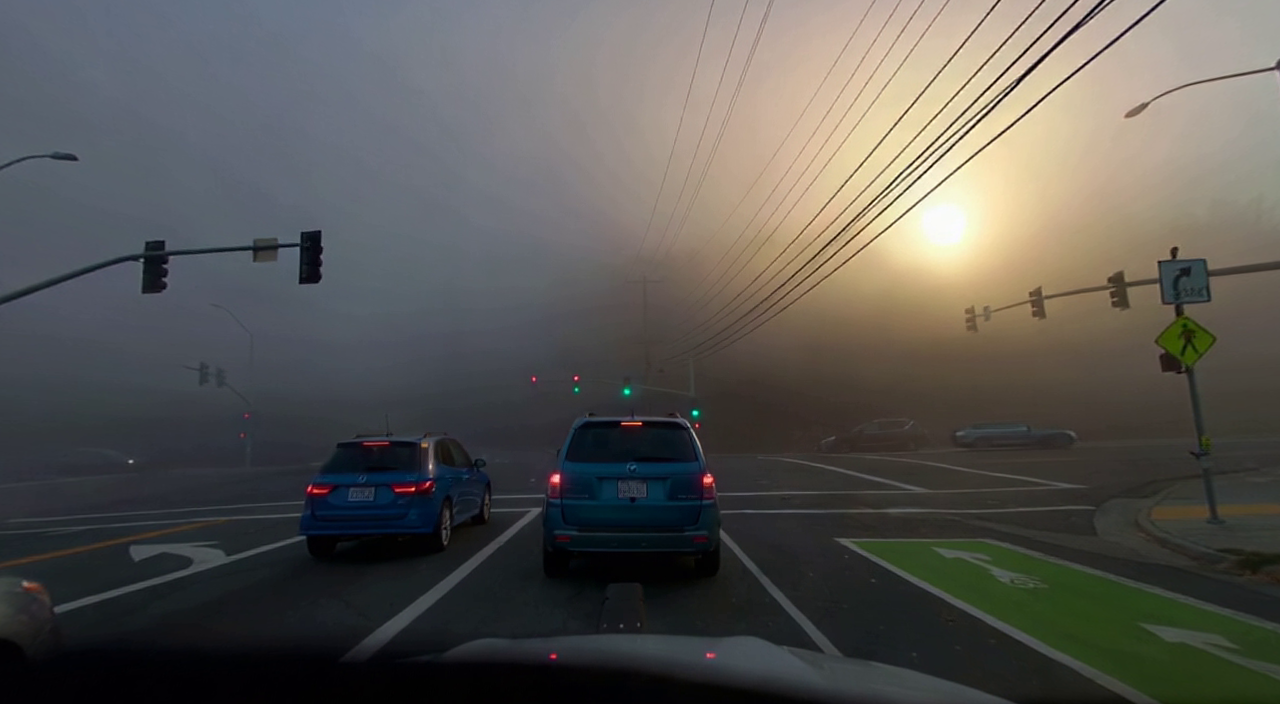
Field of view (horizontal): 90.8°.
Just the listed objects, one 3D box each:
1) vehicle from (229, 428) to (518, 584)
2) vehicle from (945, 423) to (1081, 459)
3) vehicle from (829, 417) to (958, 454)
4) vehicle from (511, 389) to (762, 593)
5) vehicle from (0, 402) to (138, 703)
[{"bbox_3d":[-2.933,1.759,7.997,1.969,1.486,3.702,0,-8,1],"label":"vehicle"},{"bbox_3d":[15.884,3.849,27.266,4.715,1.438,2.023,-3,-9,21],"label":"vehicle"},{"bbox_3d":[13.839,4.606,34.826,6.143,1.944,2.229,-1,-8,5],"label":"vehicle"},{"bbox_3d":[-0.060,1.508,7.622,2.182,1.773,4.041,0,-8,-1],"label":"vehicle"},{"bbox_3d":[-3.351,0.655,0.434,1.928,1.488,4.936,0,-8,1],"label":"vehicle"}]
